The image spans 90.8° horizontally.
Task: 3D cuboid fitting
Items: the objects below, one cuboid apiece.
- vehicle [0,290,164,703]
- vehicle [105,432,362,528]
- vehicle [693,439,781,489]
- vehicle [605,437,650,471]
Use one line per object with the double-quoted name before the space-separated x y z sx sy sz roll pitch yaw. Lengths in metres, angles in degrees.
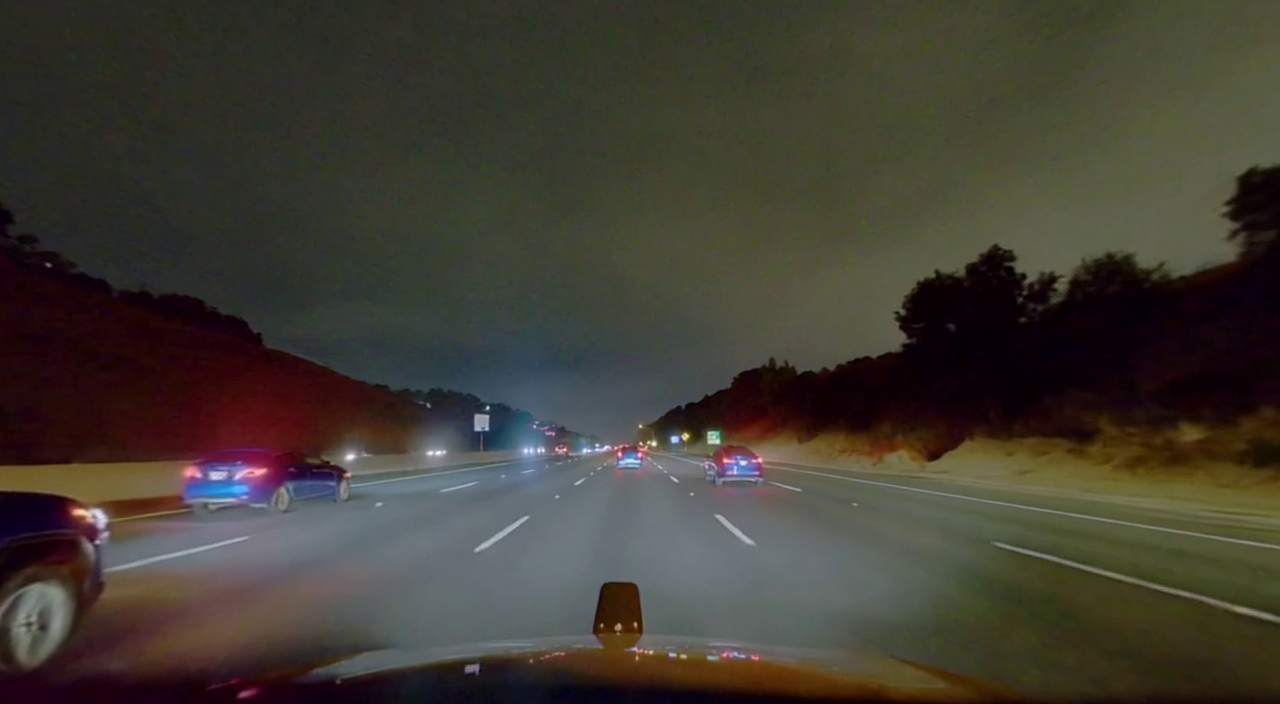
"vehicle" -3.792 0.426 0.513 2.379 1.948 5.668 0 -8 0
"vehicle" -7.572 2.408 12.552 1.922 1.508 4.816 0 -8 0
"vehicle" 3.157 3.773 21.645 2.120 1.492 4.734 0 -8 -1
"vehicle" -0.667 5.477 34.066 2.277 1.675 4.023 0 -8 -1
